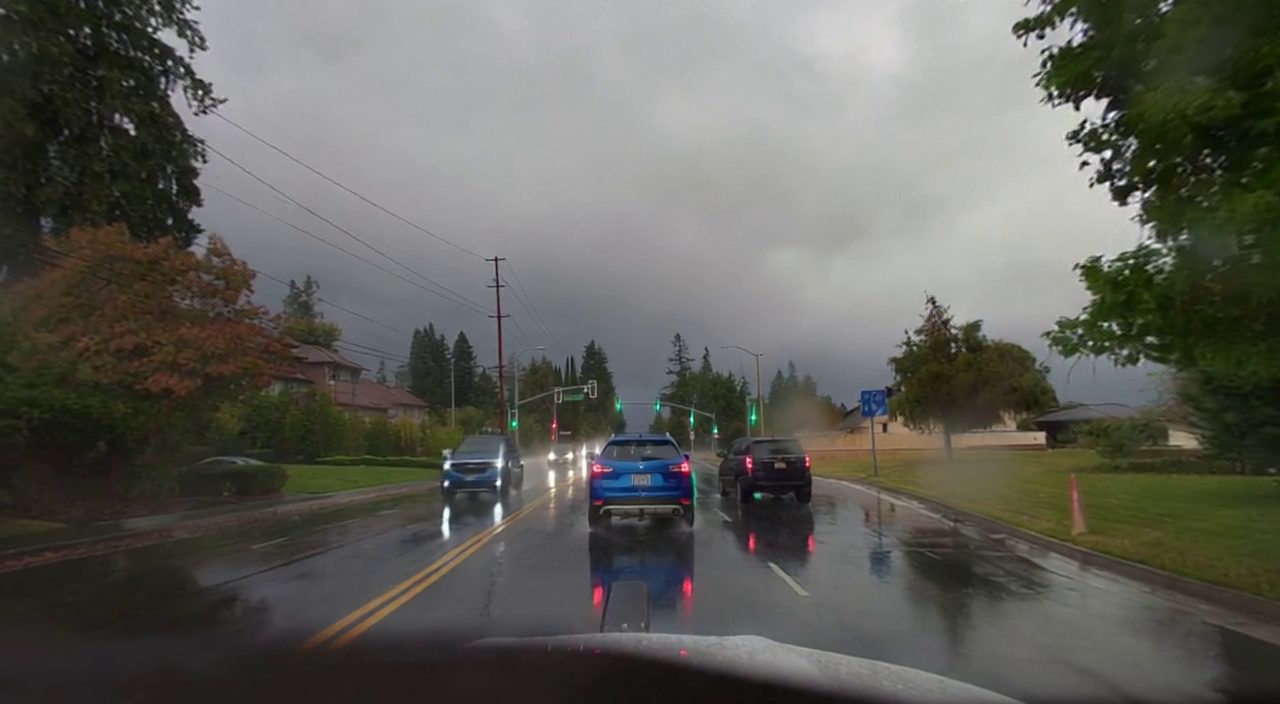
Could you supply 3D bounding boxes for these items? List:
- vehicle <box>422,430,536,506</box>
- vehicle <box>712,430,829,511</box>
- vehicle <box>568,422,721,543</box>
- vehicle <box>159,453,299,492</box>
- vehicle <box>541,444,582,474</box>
[{"bbox_3d":[-4.671,3.457,19.333,2.138,1.938,5.584,0,-9,-1],"label":"vehicle"},{"bbox_3d":[3.076,2.905,15.902,1.967,1.756,4.281,0,-9,-1],"label":"vehicle"},{"bbox_3d":[0.039,2.160,11.043,2.151,1.695,4.100,0,-9,-1],"label":"vehicle"},{"bbox_3d":[-16.179,4.749,24.962,4.245,1.446,1.827,0,-9,0],"label":"vehicle"},{"bbox_3d":[-4.888,6.699,39.714,2.063,1.727,3.923,0,-9,0],"label":"vehicle"}]
